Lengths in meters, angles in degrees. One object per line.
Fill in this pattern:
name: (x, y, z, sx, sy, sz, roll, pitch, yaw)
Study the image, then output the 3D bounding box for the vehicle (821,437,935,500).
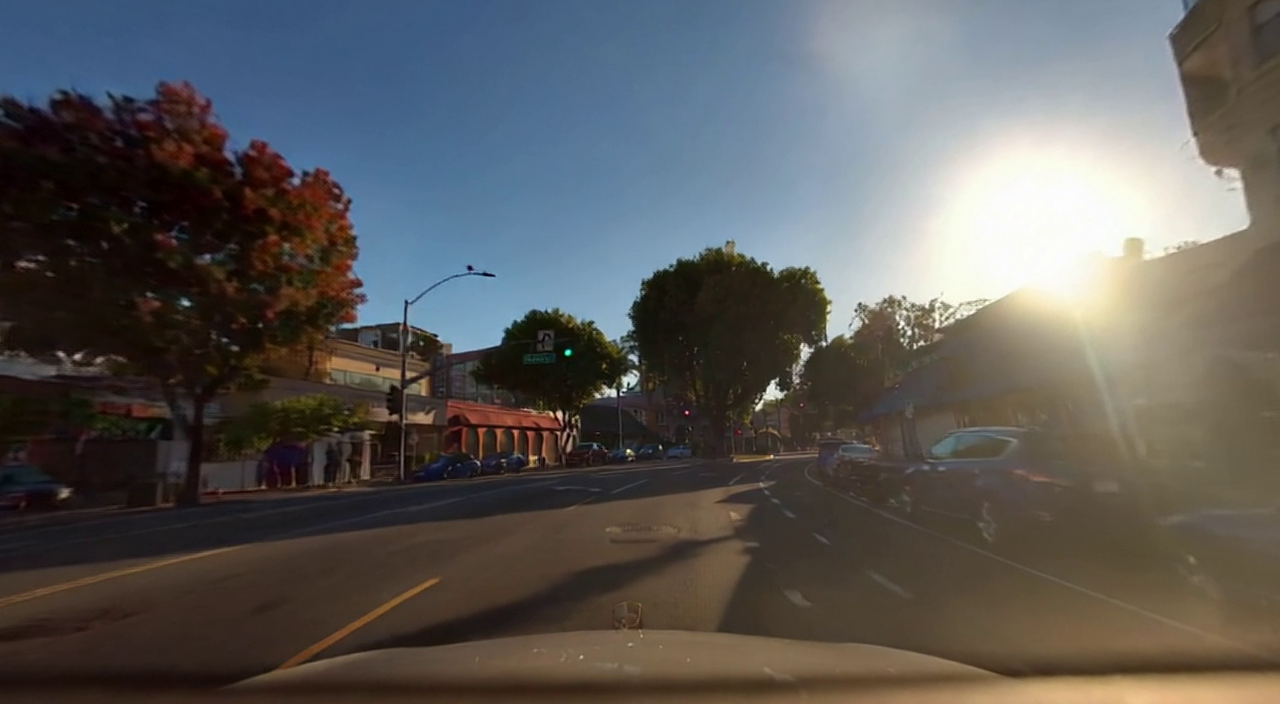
vehicle: (6.421, 3.172, 17.674, 1.977, 1.497, 4.680, -1, -8, 8)

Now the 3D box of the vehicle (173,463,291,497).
vehicle: (-18.837, 5.901, 29.253, 4.178, 1.407, 2.012, -1, -9, 8)

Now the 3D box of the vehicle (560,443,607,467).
vehicle: (-4.306, 7.946, 48.978, 1.933, 1.759, 5.002, -3, -9, 16)

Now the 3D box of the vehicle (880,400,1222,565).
vehicle: (5.558, 1.828, 9.683, 2.041, 1.811, 5.168, -1, -8, 4)

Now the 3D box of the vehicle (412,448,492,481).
vehicle: (-9.389, 5.630, 31.956, 1.882, 1.508, 4.476, -2, -9, 13)

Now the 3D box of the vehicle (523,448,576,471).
vehicle: (-6.215, 7.422, 44.020, 1.811, 1.459, 4.702, -3, -9, 17)

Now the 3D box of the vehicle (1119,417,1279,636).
vehicle: (5.446, 1.111, 3.607, 1.879, 1.542, 4.693, 0, -8, 3)

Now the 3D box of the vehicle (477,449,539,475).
vehicle: (-7.906, 6.617, 38.338, 1.841, 1.444, 4.554, -2, -9, 15)
